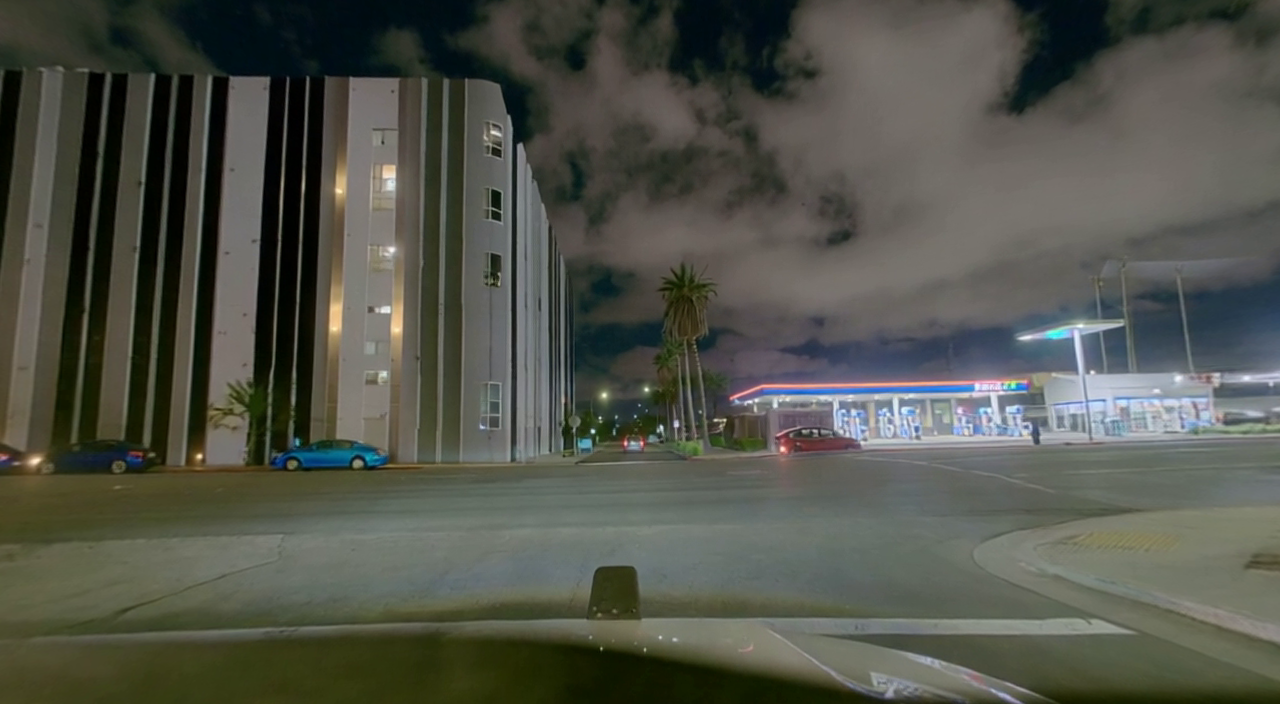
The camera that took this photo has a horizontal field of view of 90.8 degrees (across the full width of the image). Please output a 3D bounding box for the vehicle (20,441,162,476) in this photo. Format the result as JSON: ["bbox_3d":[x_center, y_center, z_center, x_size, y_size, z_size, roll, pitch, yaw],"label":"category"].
[{"bbox_3d":[-23.614,4.587,27.293,4.321,1.430,1.775,0,-9,-2],"label":"vehicle"}]

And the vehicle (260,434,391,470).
[{"bbox_3d":[-13.933,4.447,28.148,4.857,1.497,1.811,0,-9,2],"label":"vehicle"}]

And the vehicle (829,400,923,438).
[{"bbox_3d":[16.085,4.602,43.292,5.524,2.504,2.196,0,-9,-3],"label":"vehicle"}]

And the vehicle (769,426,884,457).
[{"bbox_3d":[8.623,4.180,29.460,4.782,1.371,1.763,1,-9,-5],"label":"vehicle"}]

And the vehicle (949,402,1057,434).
[{"bbox_3d":[28.555,5.213,49.859,7.026,2.329,2.545,1,-6,-4],"label":"vehicle"}]
